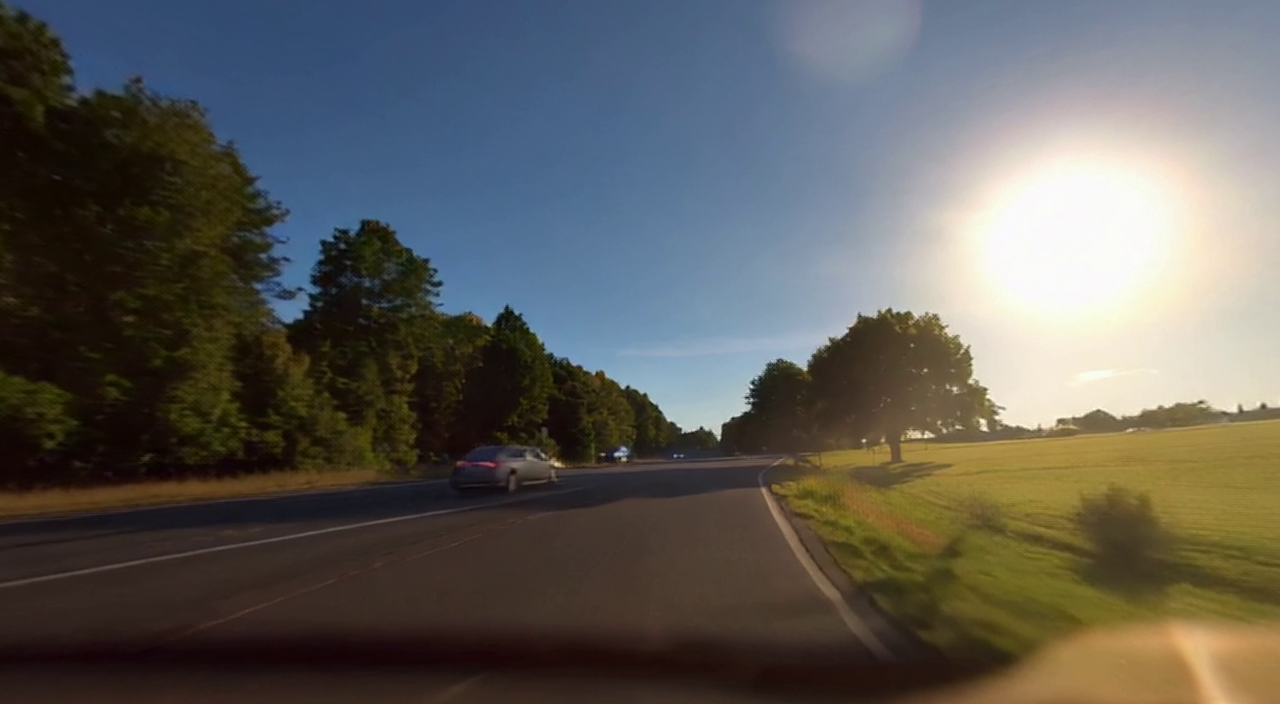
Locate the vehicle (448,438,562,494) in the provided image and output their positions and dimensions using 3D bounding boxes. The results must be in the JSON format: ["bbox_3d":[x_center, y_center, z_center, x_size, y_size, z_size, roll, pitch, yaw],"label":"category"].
[{"bbox_3d":[-4.388,3.764,21.058,2.106,1.679,3.908,-3,-9,16],"label":"vehicle"}]
